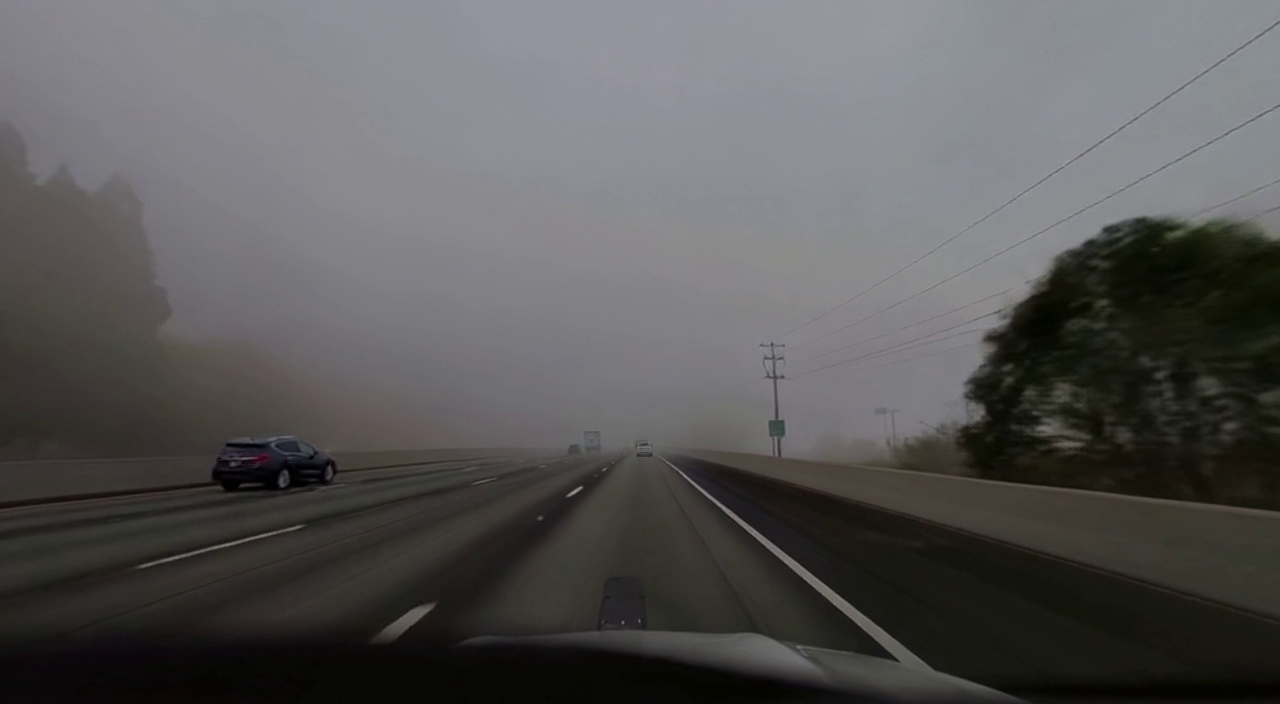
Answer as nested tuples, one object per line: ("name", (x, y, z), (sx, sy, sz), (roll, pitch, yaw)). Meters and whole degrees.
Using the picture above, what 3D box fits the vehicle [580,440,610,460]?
("vehicle", (-3.517, 7.660, 49.327), (2.046, 1.478, 4.111), (0, -8, 0))

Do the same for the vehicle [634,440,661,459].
("vehicle", (0.574, 7.751, 49.974), (2.057, 1.453, 3.926), (0, -8, 0))

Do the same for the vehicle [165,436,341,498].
("vehicle", (-10.666, 3.176, 17.842), (1.955, 1.496, 4.732), (0, -8, 1))
